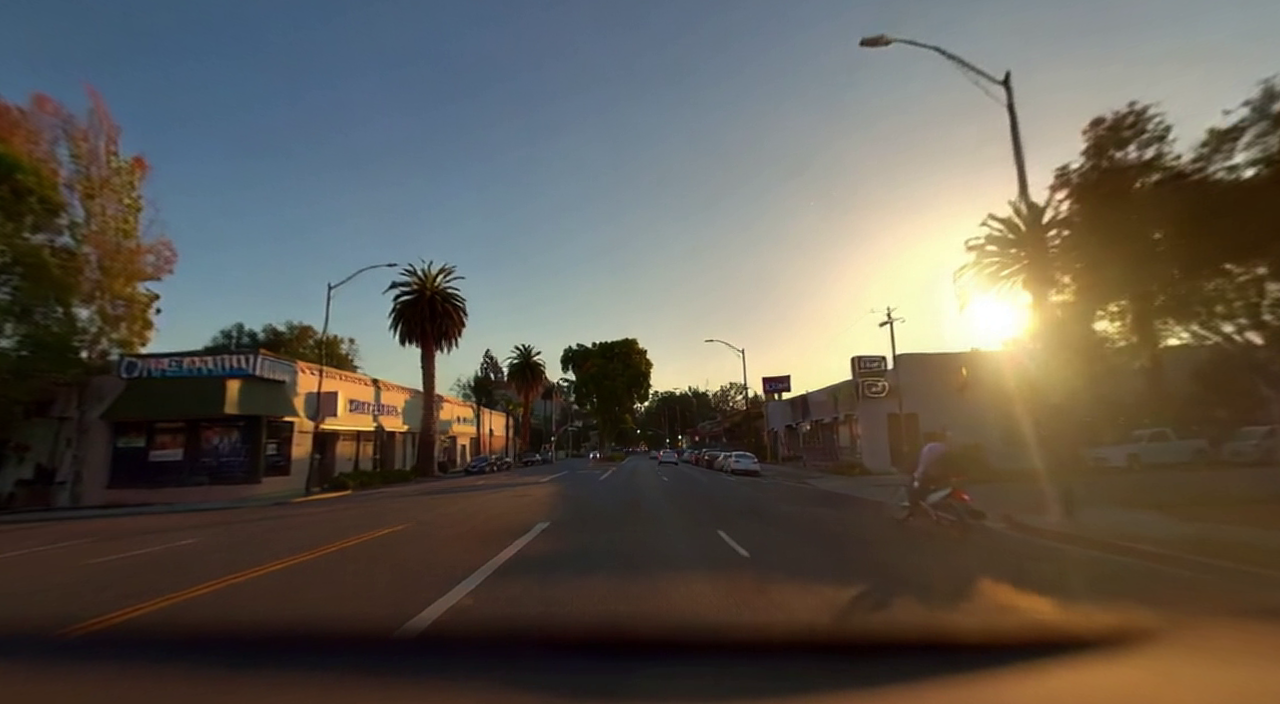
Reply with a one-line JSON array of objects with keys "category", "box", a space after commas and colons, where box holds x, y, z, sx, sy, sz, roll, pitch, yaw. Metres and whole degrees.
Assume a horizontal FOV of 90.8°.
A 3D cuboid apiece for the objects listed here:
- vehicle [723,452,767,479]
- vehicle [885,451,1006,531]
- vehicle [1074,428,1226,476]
[{"category": "vehicle", "box": [6.455, 7.036, 39.478, 1.840, 1.503, 4.760, 0, -9, -1]}, {"category": "vehicle", "box": [7.172, 3.036, 14.557, 2.067, 1.477, 4.653, -5, -10, 30]}, {"category": "vehicle", "box": [21.479, 4.225, 26.769, 4.482, 1.895, 2.176, 0, -9, -1]}]
